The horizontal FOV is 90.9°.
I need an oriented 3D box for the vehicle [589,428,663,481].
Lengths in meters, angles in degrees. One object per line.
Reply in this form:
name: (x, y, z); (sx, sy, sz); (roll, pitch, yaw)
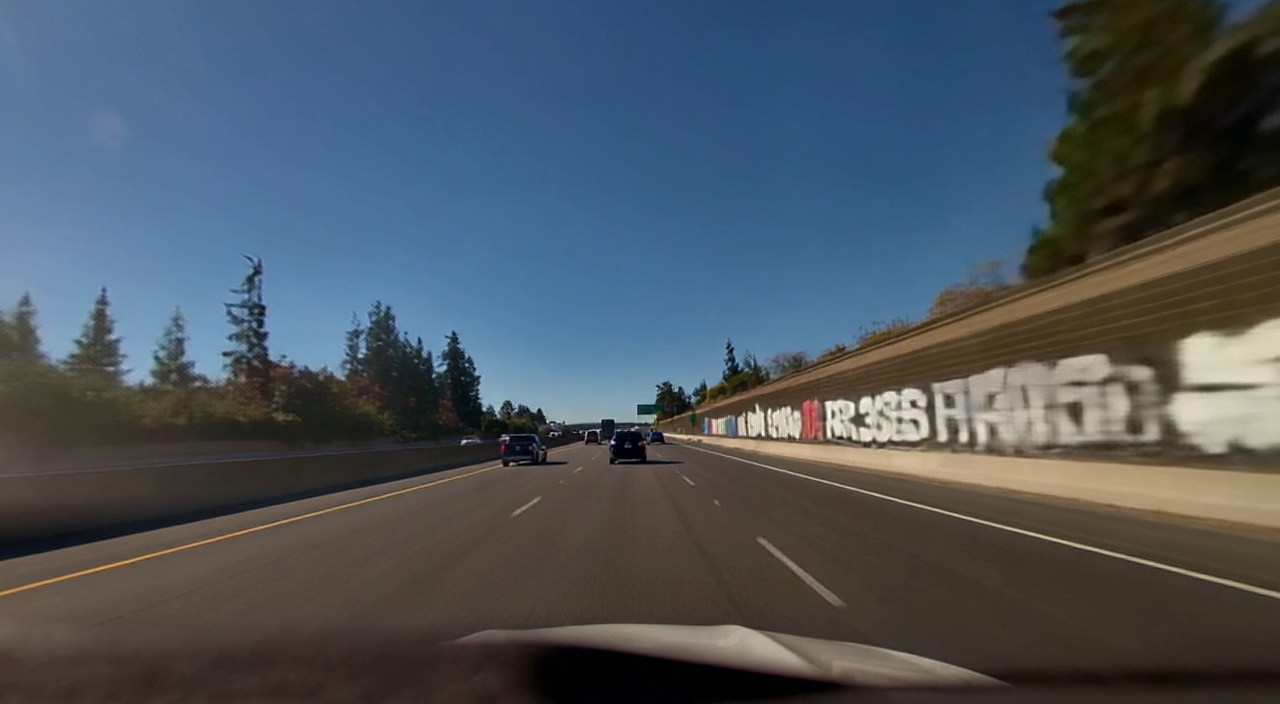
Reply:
vehicle: (-0.444, 3.123, 19.513); (2.044, 1.477, 3.693); (0, -8, -2)

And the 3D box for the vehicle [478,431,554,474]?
vehicle: (-4.607, 3.797, 24.120); (2.022, 1.440, 4.491); (0, -8, 0)
